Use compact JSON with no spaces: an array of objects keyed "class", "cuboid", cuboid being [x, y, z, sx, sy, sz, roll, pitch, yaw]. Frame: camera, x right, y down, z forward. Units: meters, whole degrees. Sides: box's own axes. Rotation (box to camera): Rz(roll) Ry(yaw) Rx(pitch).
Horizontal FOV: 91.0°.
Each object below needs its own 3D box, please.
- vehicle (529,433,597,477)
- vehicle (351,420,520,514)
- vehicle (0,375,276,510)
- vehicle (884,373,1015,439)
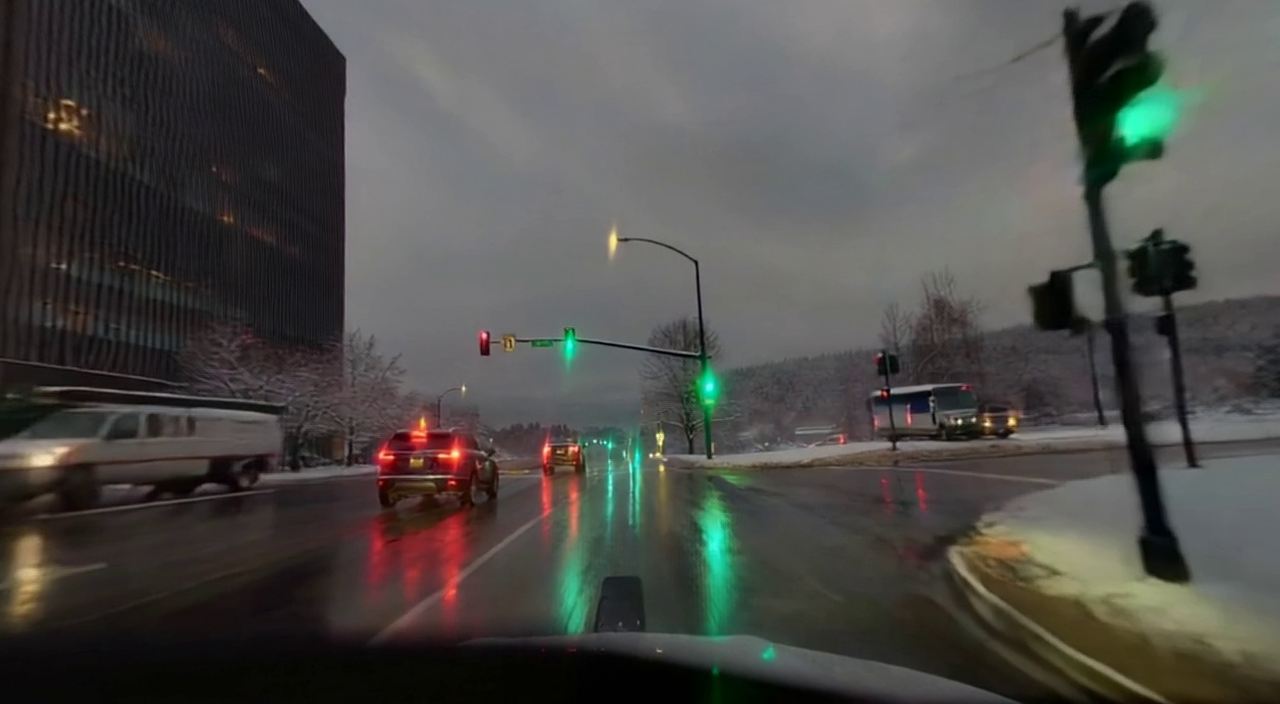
[{"class":"vehicle","cuboid":[-3.526,4.866,29.957,2.384,1.849,5.009,0,-9,3]},{"class":"vehicle","cuboid":[-4.289,2.503,14.174,2.169,1.741,4.588,0,-9,1]},{"class":"vehicle","cuboid":[-16.375,3.014,21.007,3.394,3.584,8.313,0,-9,0]},{"class":"vehicle","cuboid":[15.700,2.887,32.340,4.005,2.827,4.538,4,-10,-10]}]
